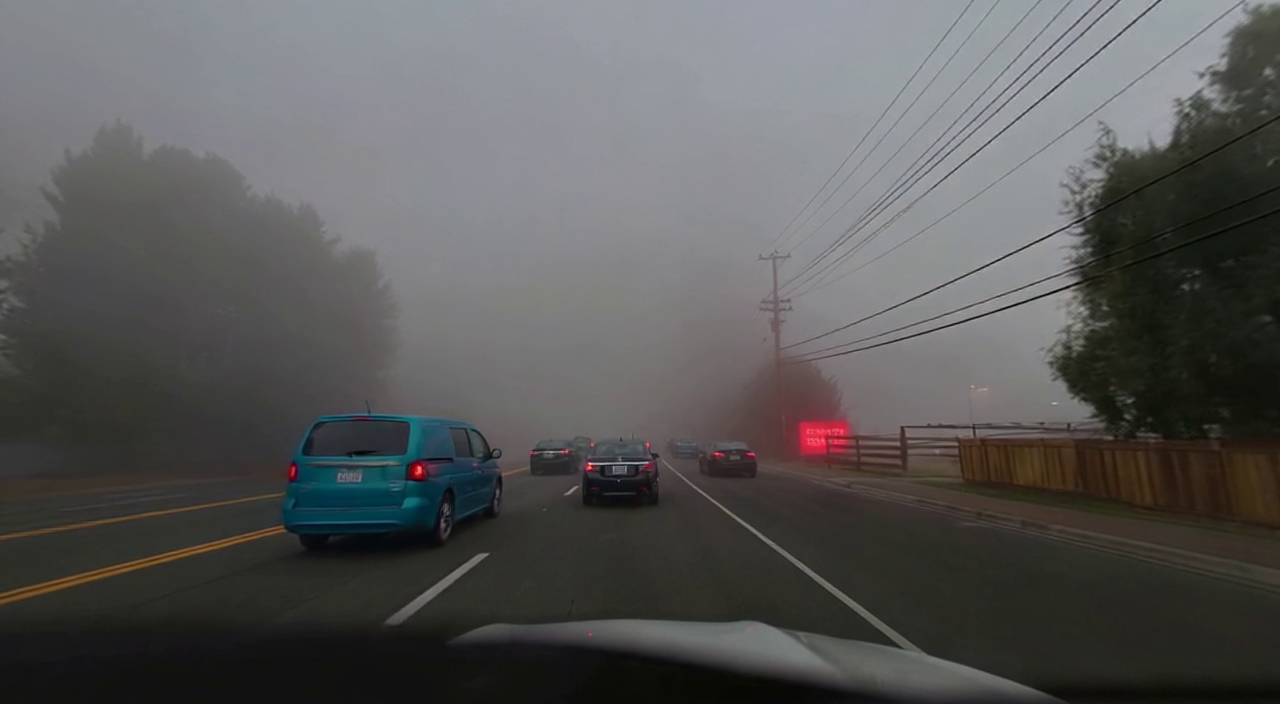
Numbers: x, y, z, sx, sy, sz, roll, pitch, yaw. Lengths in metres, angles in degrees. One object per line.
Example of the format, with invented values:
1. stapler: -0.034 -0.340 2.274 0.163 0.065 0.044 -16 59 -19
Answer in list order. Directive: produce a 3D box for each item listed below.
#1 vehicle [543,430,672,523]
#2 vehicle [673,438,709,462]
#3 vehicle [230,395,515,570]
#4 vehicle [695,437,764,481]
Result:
1. vehicle: -0.551 2.318 12.274 2.097 1.511 3.809 0 -8 -1
2. vehicle: 3.173 6.194 40.103 1.841 1.456 4.237 0 -8 -2
3. vehicle: -3.314 1.735 9.146 2.092 1.839 4.736 0 -8 -1
4. vehicle: 3.267 3.986 23.904 1.878 1.479 4.461 0 -8 -1
